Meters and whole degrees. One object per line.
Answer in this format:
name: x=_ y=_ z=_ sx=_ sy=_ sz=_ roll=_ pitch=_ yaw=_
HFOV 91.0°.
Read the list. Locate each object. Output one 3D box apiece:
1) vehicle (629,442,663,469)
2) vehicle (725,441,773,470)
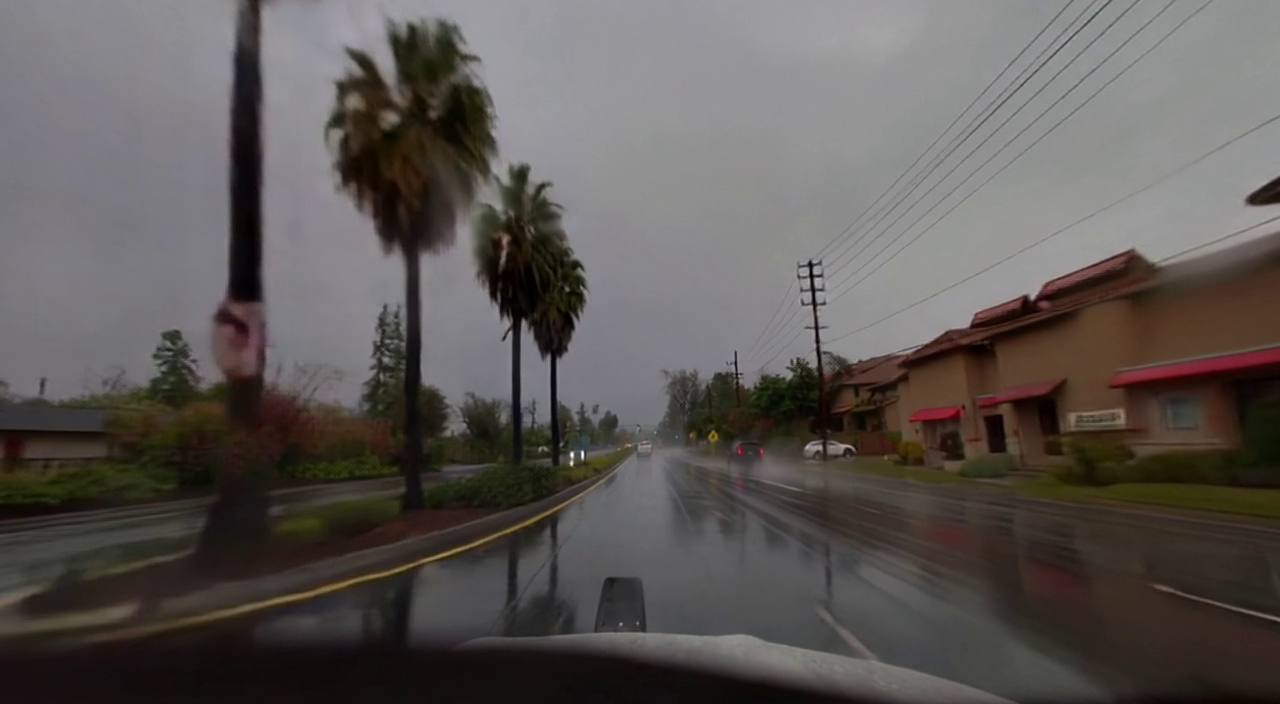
vehicle: x=0.405 y=7.013 z=42.879 sx=2.138 sy=1.702 sz=4.168 roll=0 pitch=-9 yaw=1
vehicle: x=6.867 y=6.585 z=40.183 sx=2.252 sy=1.718 sz=4.617 roll=0 pitch=-9 yaw=0
